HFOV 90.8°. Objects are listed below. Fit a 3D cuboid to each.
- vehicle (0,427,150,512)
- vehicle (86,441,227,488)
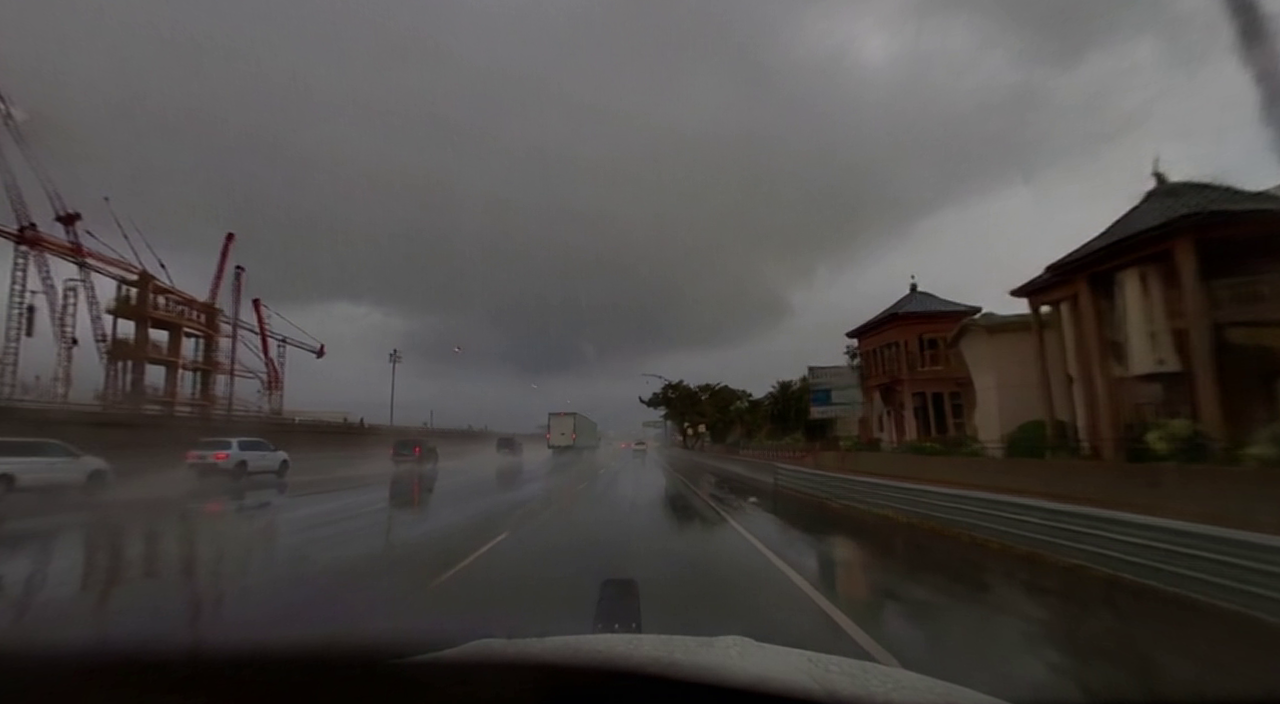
[{"bbox_3d":[-14.411,2.718,14.896,1.898,1.763,4.644,0,-9,1],"label":"vehicle"},{"bbox_3d":[-17.971,4.179,23.808,1.866,1.609,4.315,0,-9,0],"label":"vehicle"}]
